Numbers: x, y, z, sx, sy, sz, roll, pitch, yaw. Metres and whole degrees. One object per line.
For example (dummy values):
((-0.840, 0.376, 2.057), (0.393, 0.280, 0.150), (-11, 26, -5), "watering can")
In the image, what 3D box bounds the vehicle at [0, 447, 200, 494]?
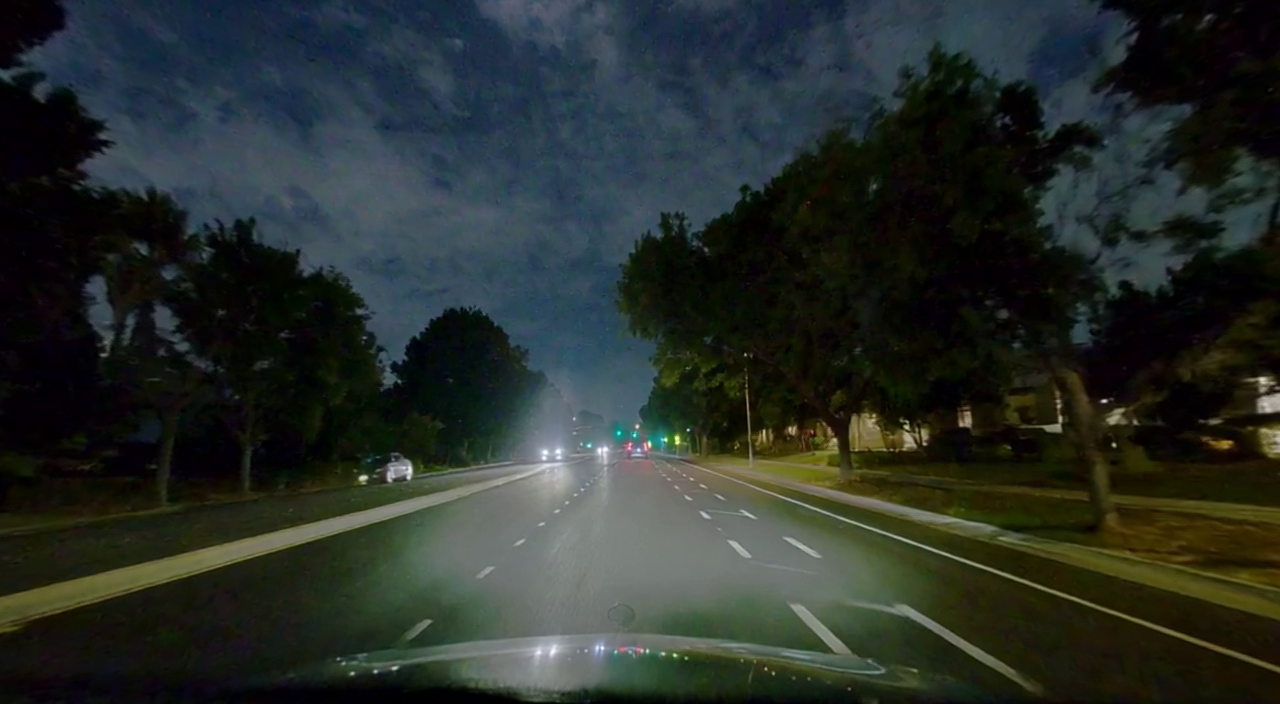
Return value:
((-19.334, 4.251, 22.764), (5.009, 1.557, 2.264), (2, -9, -9), "vehicle")

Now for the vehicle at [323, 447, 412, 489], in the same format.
((-12.358, 5.243, 28.911), (2.098, 1.740, 4.449), (0, -9, -1), "vehicle")
